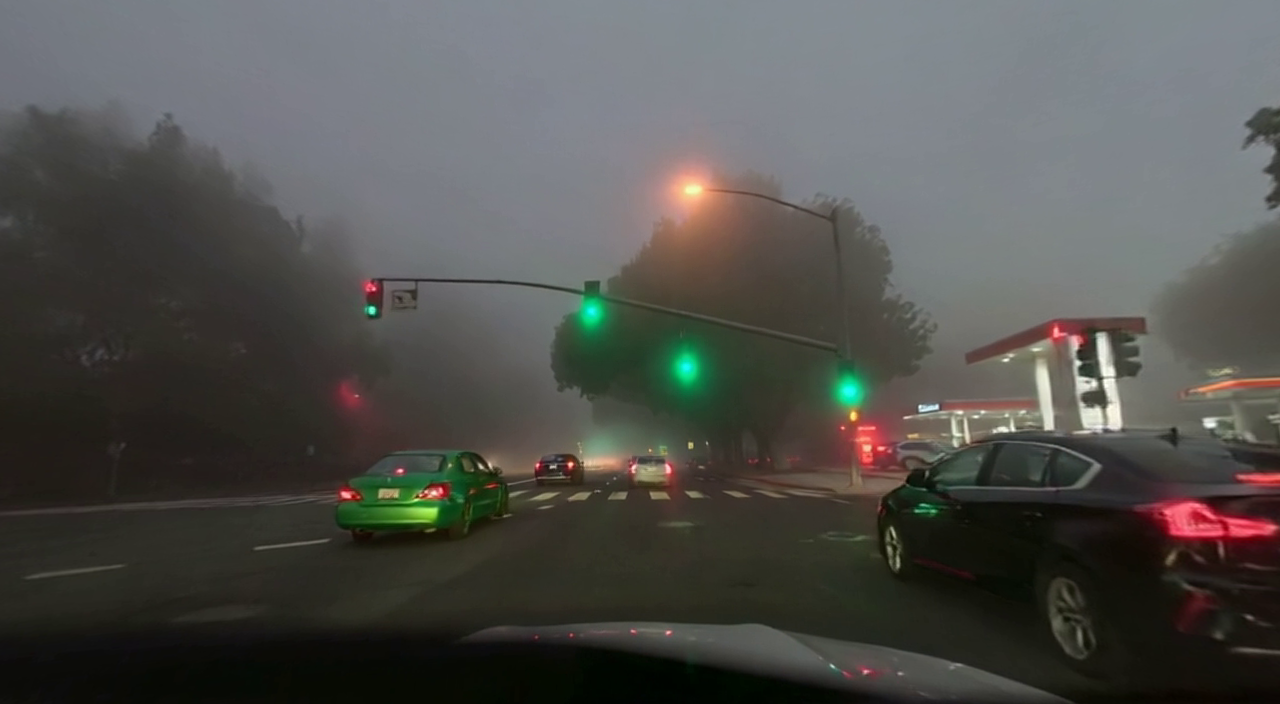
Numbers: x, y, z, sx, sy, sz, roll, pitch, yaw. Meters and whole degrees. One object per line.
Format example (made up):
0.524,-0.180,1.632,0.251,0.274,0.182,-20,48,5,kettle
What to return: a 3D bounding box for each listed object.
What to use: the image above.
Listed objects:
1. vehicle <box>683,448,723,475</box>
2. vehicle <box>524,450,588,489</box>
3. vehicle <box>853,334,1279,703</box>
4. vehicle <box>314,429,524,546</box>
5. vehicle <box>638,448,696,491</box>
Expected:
3.769,6.626,38.320,1.920,1.479,4.548,0,-8,-1,vehicle
-3.418,4.860,26.482,1.995,1.436,4.500,0,-8,1,vehicle
3.472,1.141,4.981,1.992,1.805,4.549,0,-8,1,vehicle
-3.706,2.357,11.754,2.023,1.687,4.874,0,-8,2,vehicle
0.944,4.372,23.811,1.994,1.433,3.894,0,-8,0,vehicle
